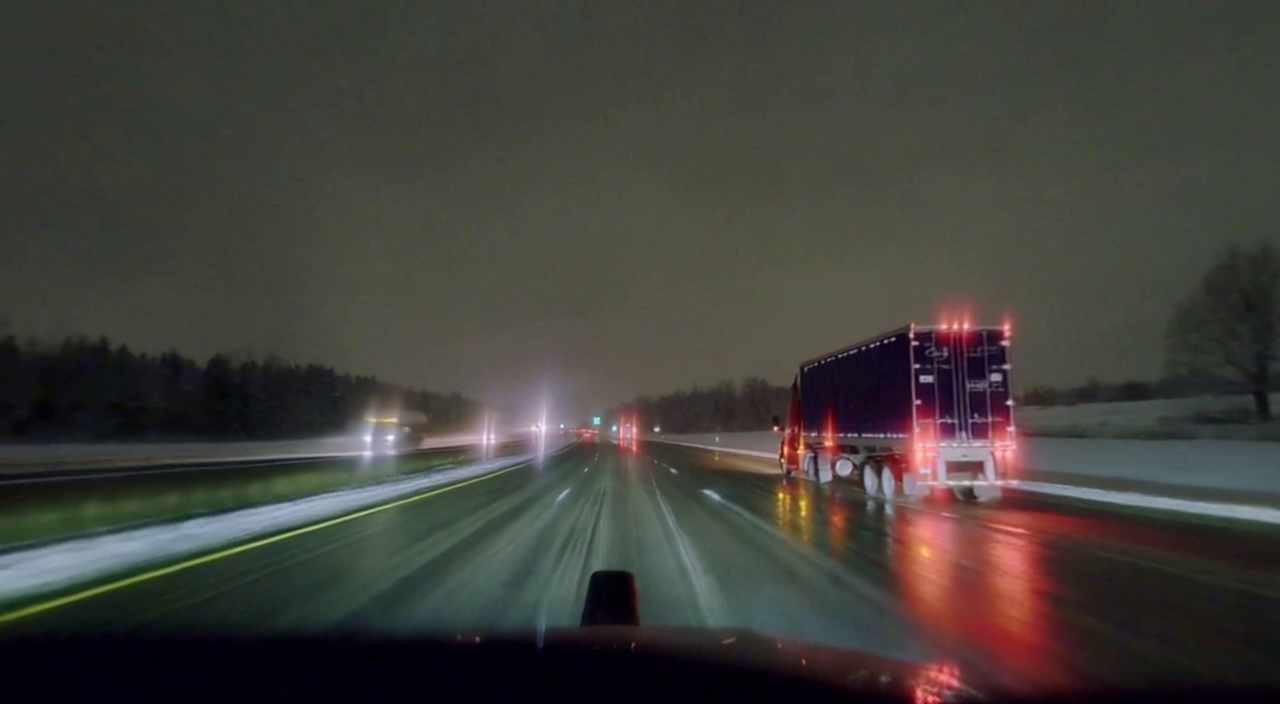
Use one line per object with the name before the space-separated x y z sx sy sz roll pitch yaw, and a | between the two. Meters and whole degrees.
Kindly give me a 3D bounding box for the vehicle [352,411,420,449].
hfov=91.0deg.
vehicle | -17.422 5.453 43.555 2.344 2.468 5.976 0 -8 -2
